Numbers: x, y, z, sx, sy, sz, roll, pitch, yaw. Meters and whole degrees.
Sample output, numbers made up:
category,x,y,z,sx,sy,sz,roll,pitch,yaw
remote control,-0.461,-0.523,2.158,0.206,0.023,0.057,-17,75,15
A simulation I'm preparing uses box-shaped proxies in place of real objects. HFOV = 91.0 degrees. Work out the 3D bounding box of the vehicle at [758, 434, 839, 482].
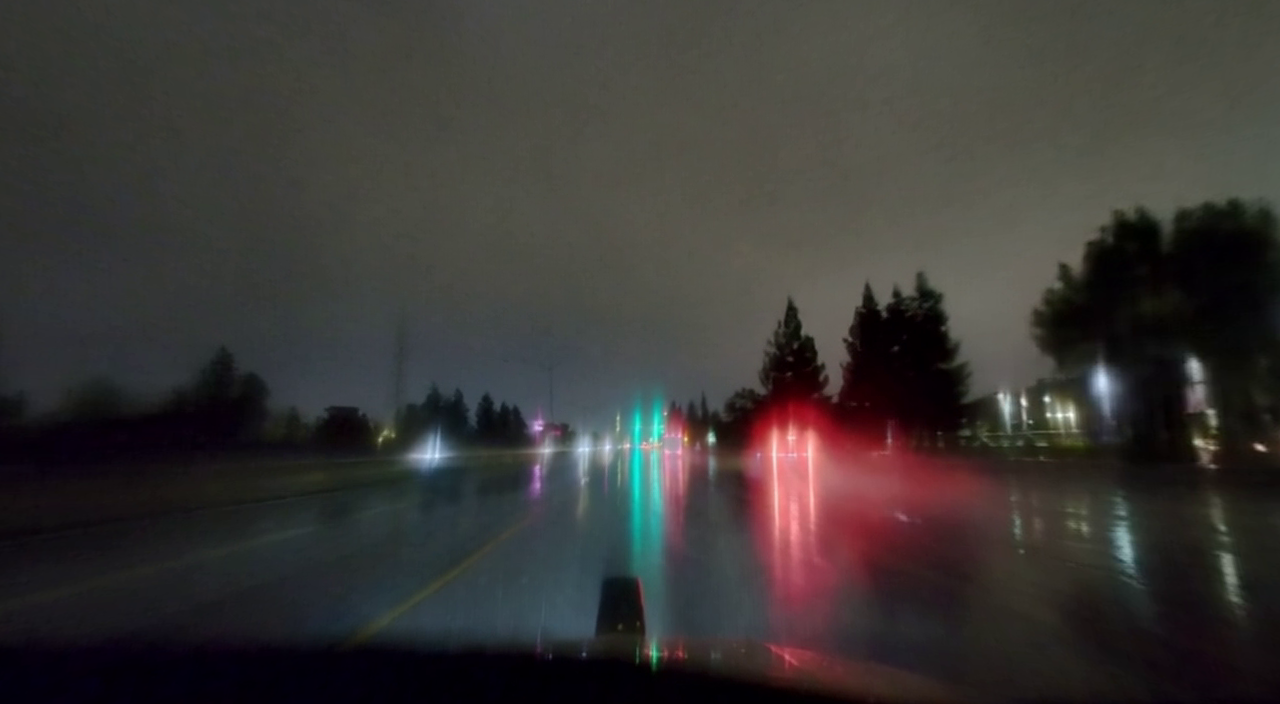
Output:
category,x,y,z,sx,sy,sz,roll,pitch,yaw
vehicle,6.298,4.266,25.634,2.096,1.767,4.601,0,-9,0
